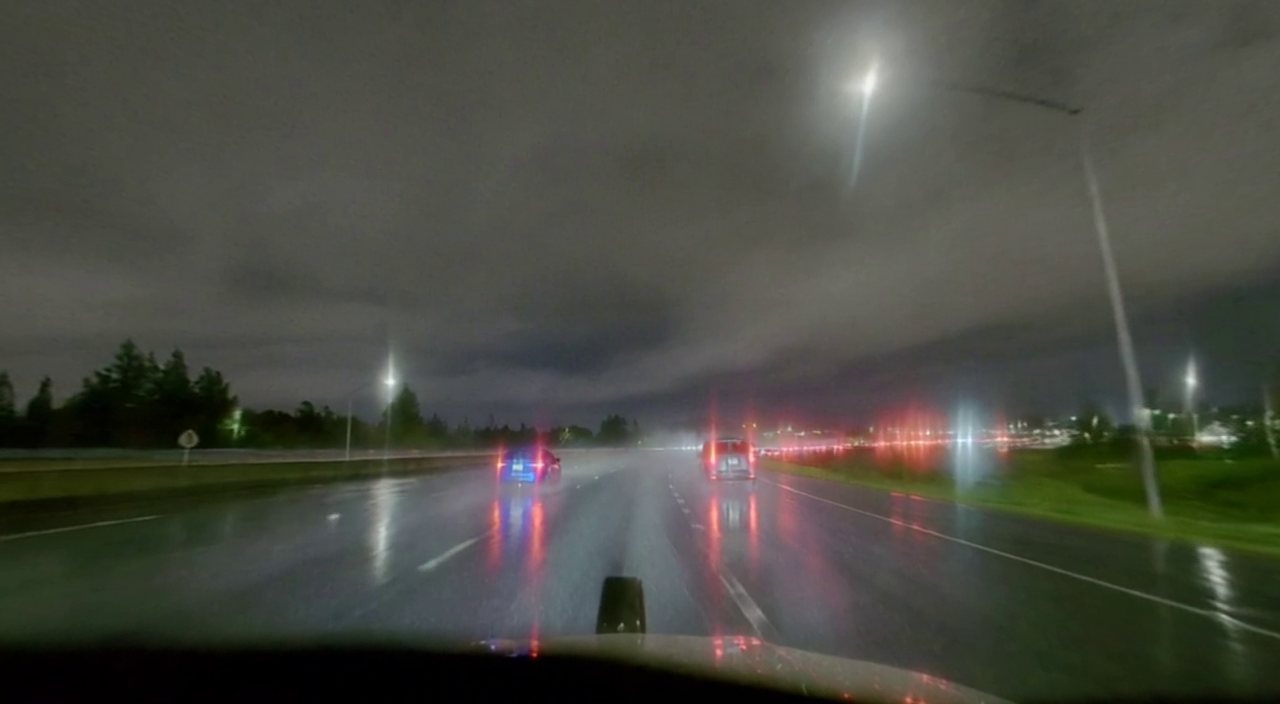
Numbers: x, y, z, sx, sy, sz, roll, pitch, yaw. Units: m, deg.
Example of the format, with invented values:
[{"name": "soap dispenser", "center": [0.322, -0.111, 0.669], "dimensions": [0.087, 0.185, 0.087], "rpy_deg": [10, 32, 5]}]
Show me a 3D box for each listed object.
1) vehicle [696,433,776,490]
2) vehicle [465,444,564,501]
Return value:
[{"name": "vehicle", "center": [3.307, 3.873, 22.590], "dimensions": [2.225, 1.833, 4.340], "rpy_deg": [0, -9, 1]}, {"name": "vehicle", "center": [-3.579, 3.508, 18.787], "dimensions": [1.937, 1.490, 4.372], "rpy_deg": [0, -9, 1]}]
